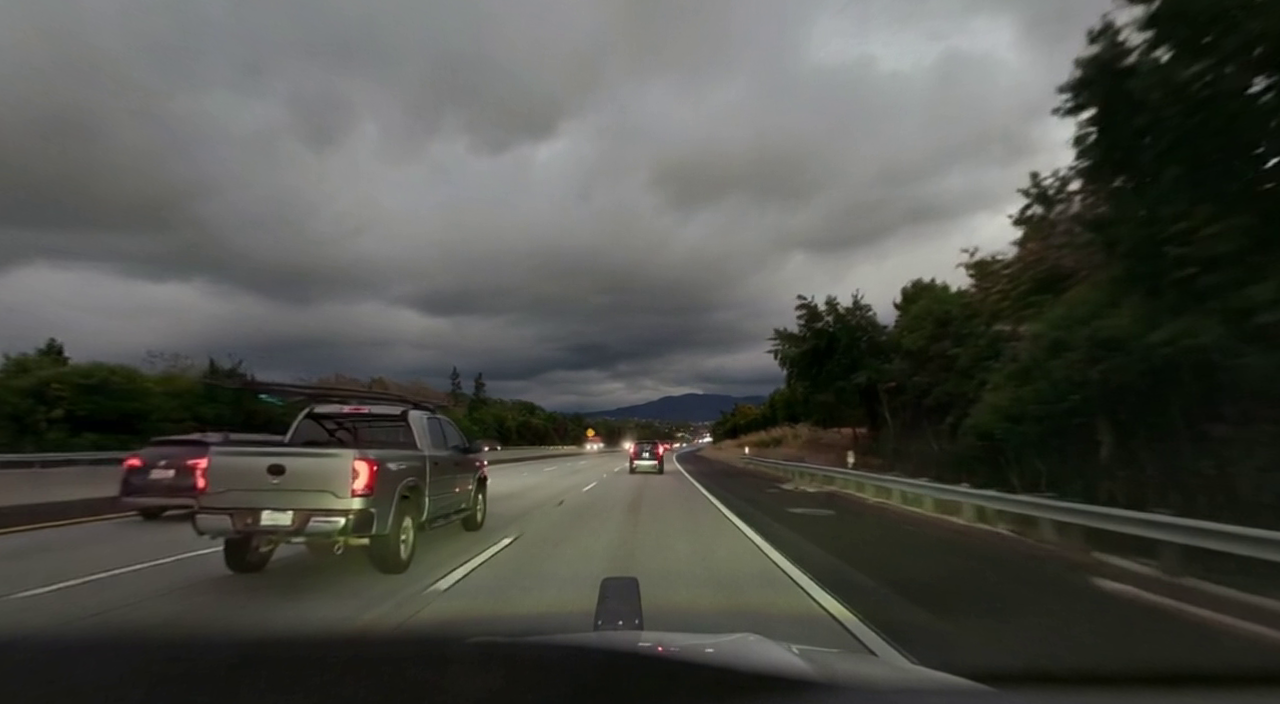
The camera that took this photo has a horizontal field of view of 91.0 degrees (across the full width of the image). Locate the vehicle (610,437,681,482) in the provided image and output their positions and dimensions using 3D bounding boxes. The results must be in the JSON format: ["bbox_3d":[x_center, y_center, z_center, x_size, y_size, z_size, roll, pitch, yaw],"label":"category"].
[{"bbox_3d":[0.250,4.492,26.654,2.715,1.669,5.163,0,-9,1],"label":"vehicle"}]

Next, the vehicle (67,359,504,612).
[{"bbox_3d":[-3.271,1.393,7.386,2.250,1.947,4.860,0,-9,0],"label":"vehicle"}]
